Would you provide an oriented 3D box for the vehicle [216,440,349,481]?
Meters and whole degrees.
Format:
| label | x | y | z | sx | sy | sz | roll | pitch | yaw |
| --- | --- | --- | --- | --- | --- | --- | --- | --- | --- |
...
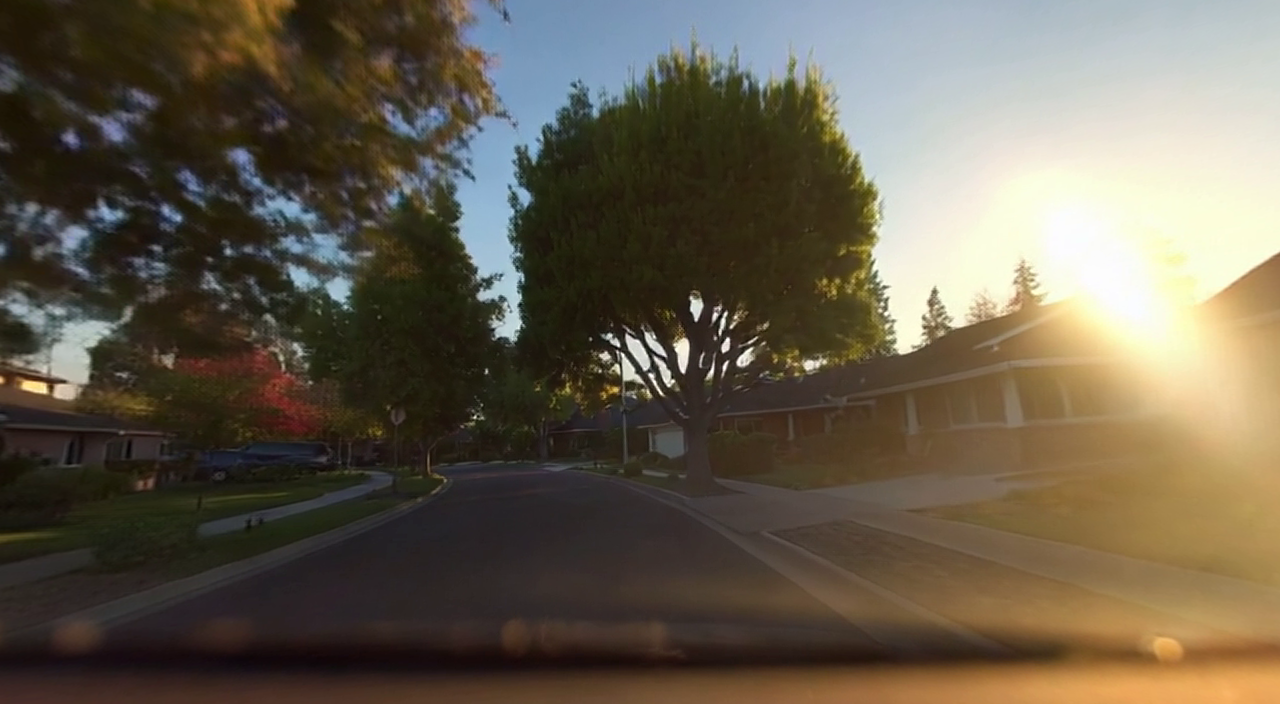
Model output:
| label | x | y | z | sx | sy | sz | roll | pitch | yaw |
| --- | --- | --- | --- | --- | --- | --- | --- | --- | --- |
| vehicle | -15.151 | 4.599 | 26.934 | 4.471 | 1.638 | 1.877 | 1 | -8 | -10 |
